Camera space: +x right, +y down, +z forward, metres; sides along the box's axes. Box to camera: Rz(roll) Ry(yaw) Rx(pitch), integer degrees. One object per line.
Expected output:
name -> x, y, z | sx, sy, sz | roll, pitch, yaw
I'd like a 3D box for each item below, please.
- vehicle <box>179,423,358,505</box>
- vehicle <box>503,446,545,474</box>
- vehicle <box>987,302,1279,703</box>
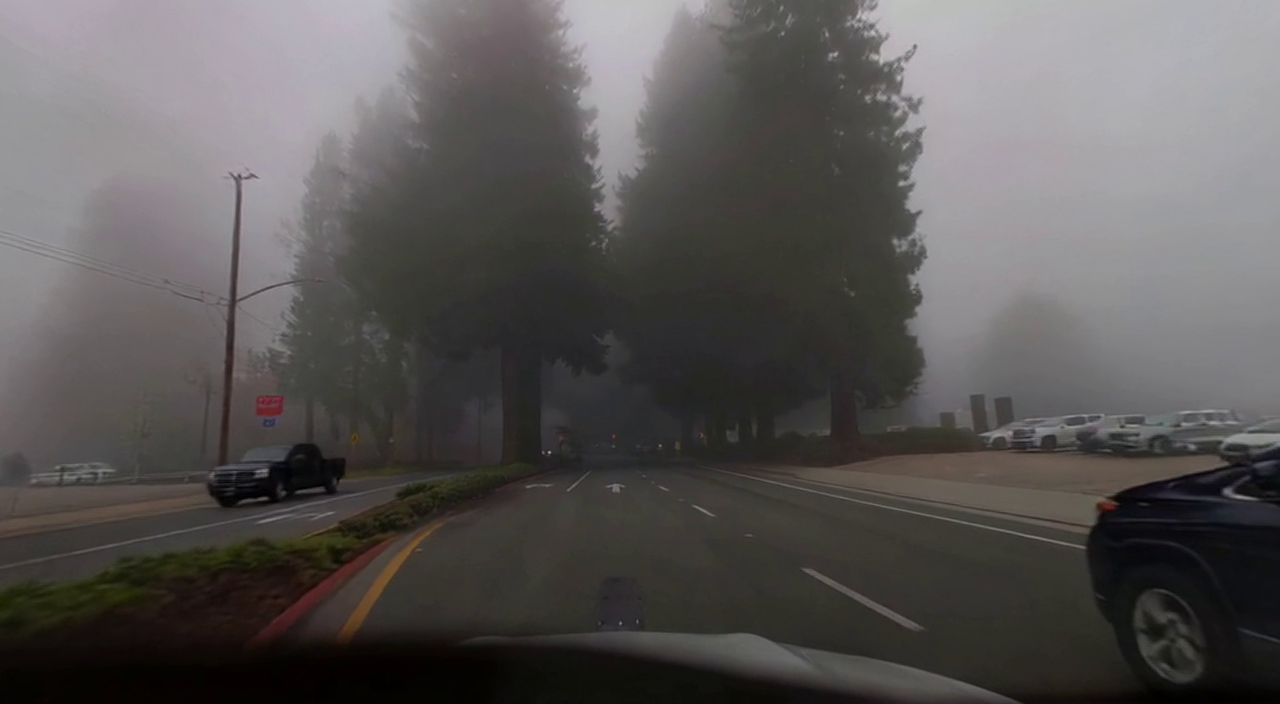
vehicle -> -11.181, 3.408, 19.720 | 2.131, 2.148, 5.709 | 0, -9, -1
vehicle -> -8.032, 7.519, 44.185 | 2.079, 1.830, 4.951 | 0, -9, -1
vehicle -> 3.812, 0.688, 2.337 | 2.218, 1.878, 4.748 | 0, -9, -2
